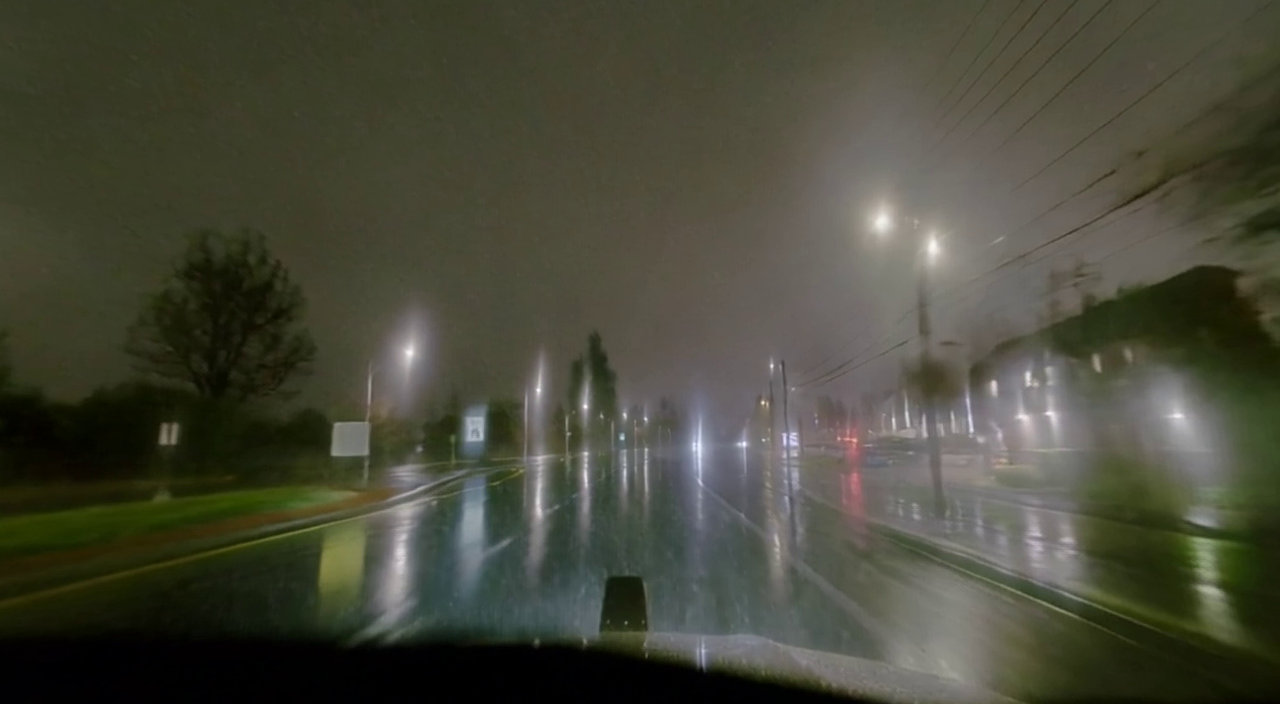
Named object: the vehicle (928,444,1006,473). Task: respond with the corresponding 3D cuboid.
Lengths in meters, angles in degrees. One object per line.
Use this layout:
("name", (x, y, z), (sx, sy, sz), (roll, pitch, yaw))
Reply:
("vehicle", (22.612, 7.376, 43.892), (2.119, 1.874, 4.855), (1, -9, -12))

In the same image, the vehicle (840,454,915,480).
("vehicle", (15.006, 7.236, 39.793), (4.475, 1.492, 1.925), (5, -10, -30))
